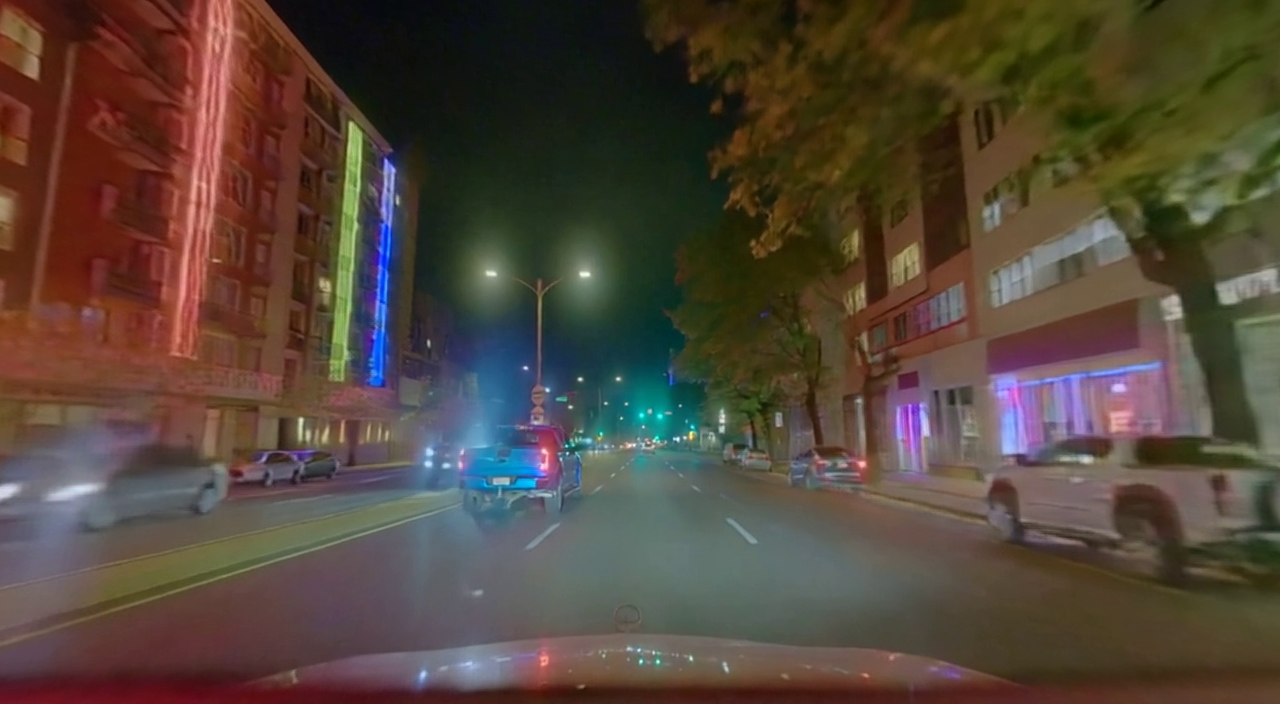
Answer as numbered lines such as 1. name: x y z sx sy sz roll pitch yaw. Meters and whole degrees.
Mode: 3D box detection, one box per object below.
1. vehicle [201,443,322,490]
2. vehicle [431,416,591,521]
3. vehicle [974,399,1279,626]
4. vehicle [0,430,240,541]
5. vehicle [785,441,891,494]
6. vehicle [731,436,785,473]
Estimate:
1. vehicle: -16.132 4.893 27.291 2.030 1.801 5.036 0 -9 1
2. vehicle: -2.441 2.423 13.632 2.197 1.786 5.365 0 -9 1
3. vehicle: 5.963 1.555 6.959 2.018 1.743 4.529 0 -9 0
4. vehicle: -10.263 2.433 12.157 2.110 1.714 4.500 0 -9 0
5. vehicle: 6.193 3.636 20.256 1.988 1.514 3.962 0 -9 -1
6. vehicle: 6.196 5.450 33.702 2.043 1.841 4.842 0 -9 1
